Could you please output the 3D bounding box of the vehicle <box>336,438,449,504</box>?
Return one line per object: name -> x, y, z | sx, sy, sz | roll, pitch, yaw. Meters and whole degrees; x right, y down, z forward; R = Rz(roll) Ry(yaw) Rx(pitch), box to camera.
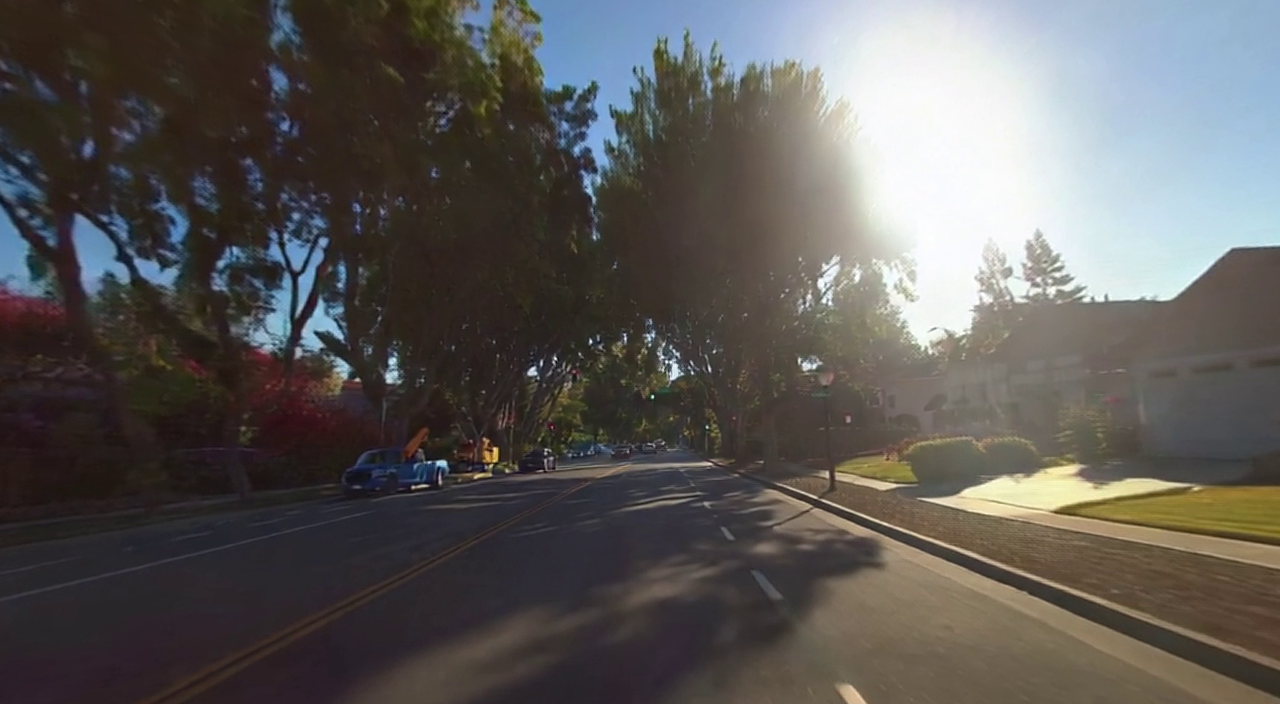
vehicle -> -8.355, 4.005, 21.788 | 1.998, 1.814, 4.559 | -4, -7, 1
